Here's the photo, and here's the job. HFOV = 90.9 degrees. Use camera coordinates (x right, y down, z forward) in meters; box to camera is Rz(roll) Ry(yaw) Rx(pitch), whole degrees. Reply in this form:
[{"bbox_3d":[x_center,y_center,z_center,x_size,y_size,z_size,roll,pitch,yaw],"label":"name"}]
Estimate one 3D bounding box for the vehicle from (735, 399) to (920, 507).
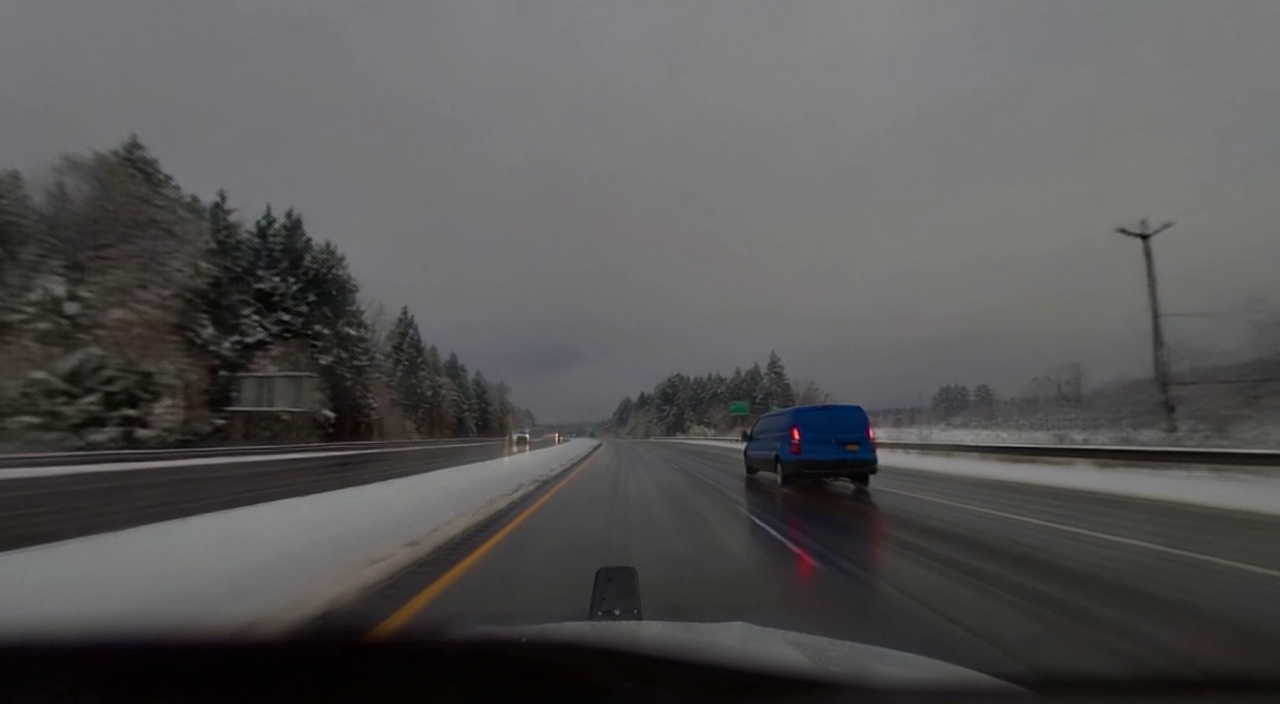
[{"bbox_3d":[3.500,1.992,12.901,2.240,1.801,4.545,0,-8,-2],"label":"vehicle"}]
